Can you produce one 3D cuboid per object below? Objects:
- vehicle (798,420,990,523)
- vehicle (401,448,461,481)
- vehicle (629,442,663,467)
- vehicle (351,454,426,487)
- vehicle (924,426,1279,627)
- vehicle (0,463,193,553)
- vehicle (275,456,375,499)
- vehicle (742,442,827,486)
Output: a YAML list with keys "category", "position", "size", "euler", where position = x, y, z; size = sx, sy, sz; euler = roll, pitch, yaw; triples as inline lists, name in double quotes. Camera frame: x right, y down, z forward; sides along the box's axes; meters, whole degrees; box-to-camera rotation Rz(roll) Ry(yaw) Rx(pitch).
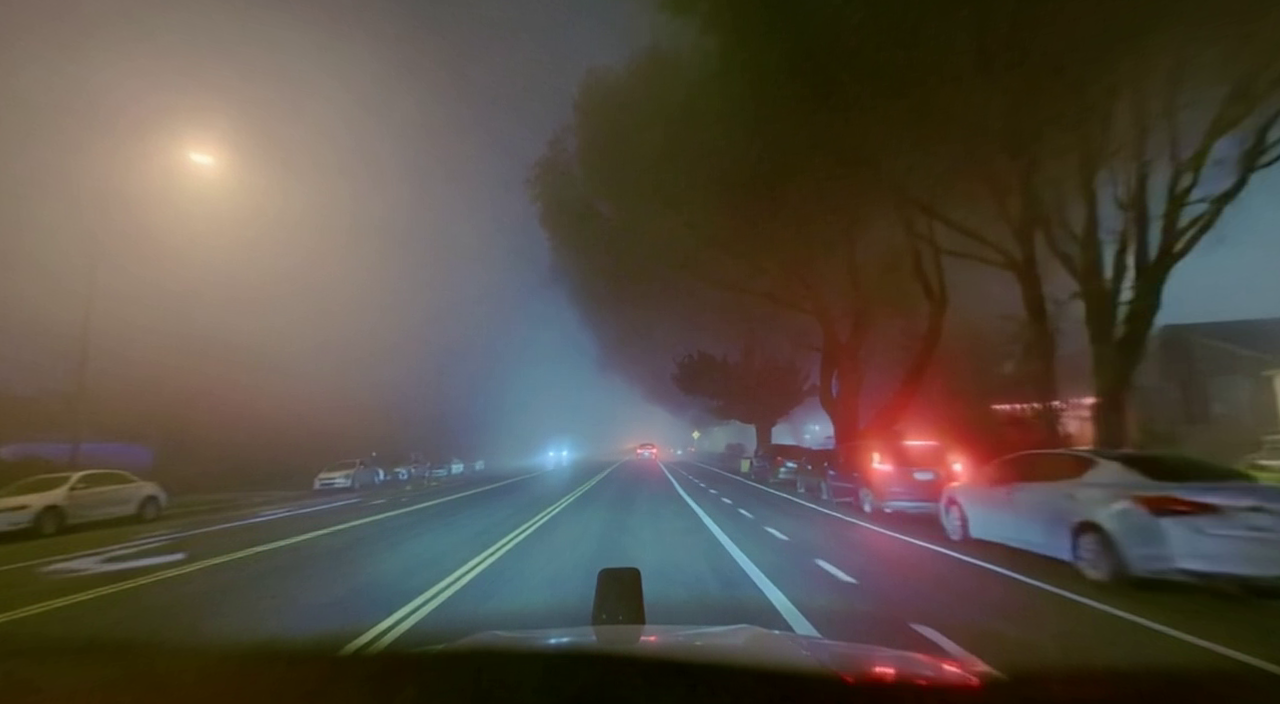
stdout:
- category: "vehicle"
  position: [5.145, 2.499, 13.734]
  size: [2.078, 1.813, 4.827]
  euler: [0, -9, -1]
- category: "vehicle"
  position: [-12.187, 6.559, 37.175]
  size: [1.905, 1.503, 5.015]
  euler: [-5, -8, -2]
- category: "vehicle"
  position: [0.322, 6.416, 39.821]
  size: [2.022, 1.471, 3.973]
  euler: [0, -9, -1]
- category: "vehicle"
  position: [-12.335, 5.836, 31.384]
  size: [1.916, 1.463, 4.564]
  euler: [0, -9, -1]
- category: "vehicle"
  position: [5.109, 1.643, 7.009]
  size: [1.839, 1.478, 4.459]
  euler: [0, -9, 0]
- category: "vehicle"
  position: [-12.354, 3.235, 13.790]
  size: [1.853, 1.497, 4.527]
  euler: [0, -9, 0]
- category: "vehicle"
  position: [-12.519, 4.973, 25.441]
  size: [1.877, 1.505, 4.125]
  euler: [0, -9, 0]
- category: "vehicle"
  position: [5.260, 4.147, 23.732]
  size: [1.978, 1.438, 4.716]
  euler: [0, -9, -1]
